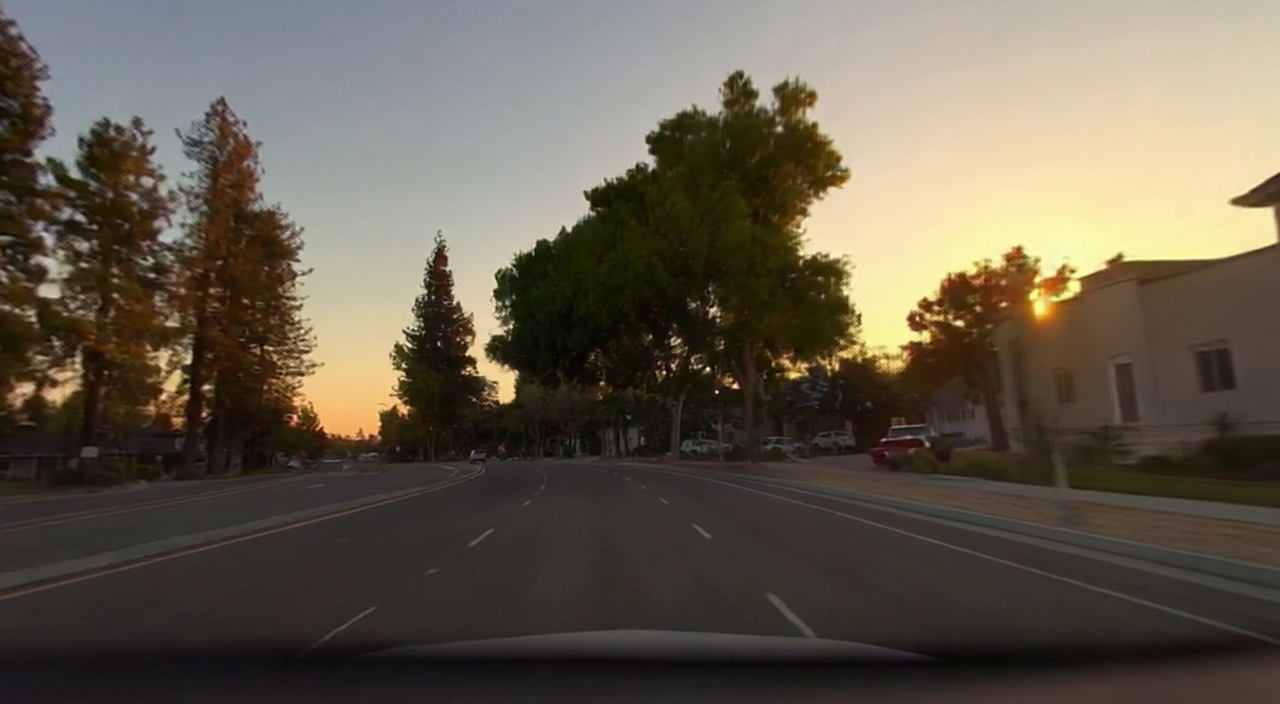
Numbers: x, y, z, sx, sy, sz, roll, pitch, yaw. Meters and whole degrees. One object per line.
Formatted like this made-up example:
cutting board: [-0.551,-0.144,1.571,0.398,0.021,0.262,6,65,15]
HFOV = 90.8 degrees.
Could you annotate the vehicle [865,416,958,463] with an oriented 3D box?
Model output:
vehicle: [12.143,3.911,28.056,2.110,1.863,4.977,-11,-13,41]
